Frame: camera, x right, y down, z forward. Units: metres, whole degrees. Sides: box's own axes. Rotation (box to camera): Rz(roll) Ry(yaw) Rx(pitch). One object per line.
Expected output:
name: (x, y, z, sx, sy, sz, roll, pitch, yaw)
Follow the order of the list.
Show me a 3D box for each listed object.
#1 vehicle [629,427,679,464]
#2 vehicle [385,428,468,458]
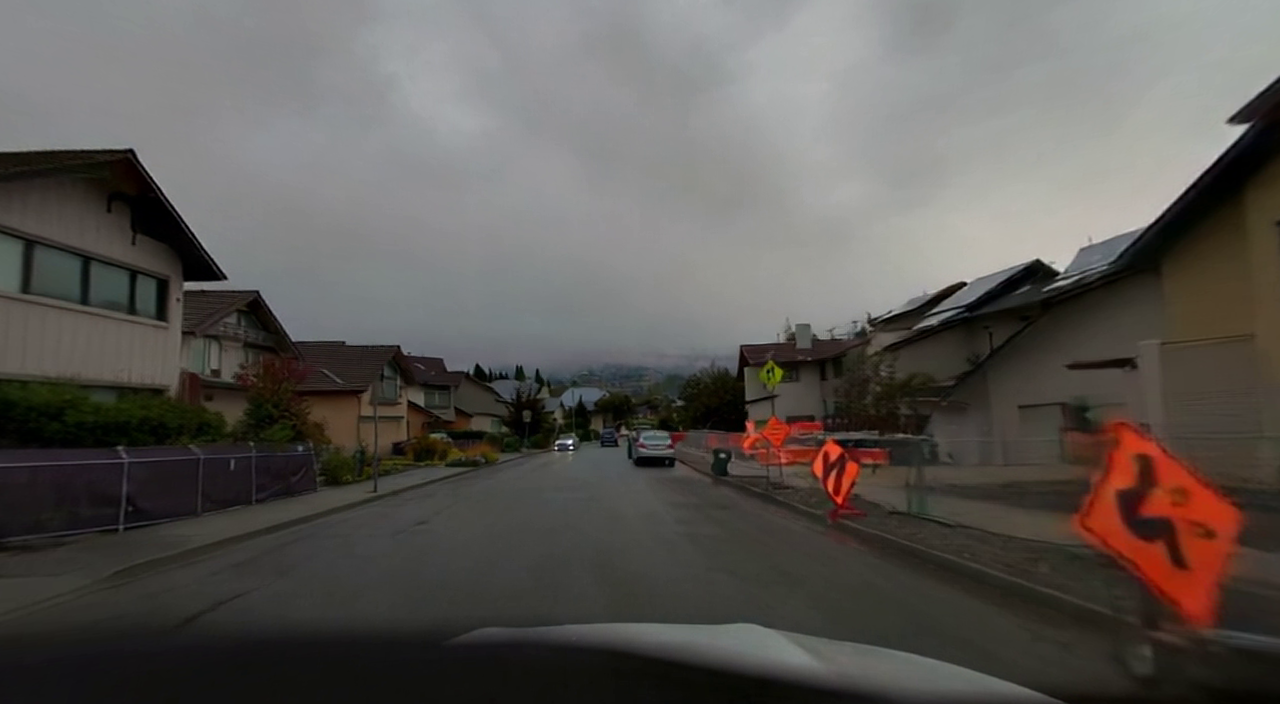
vehicle: (0.530, 4.006, 27.138, 1.998, 1.494, 3.927, 0, -8, 0)
vehicle: (-12.851, 5.518, 38.171, 4.205, 1.745, 2.121, 0, -8, 1)
